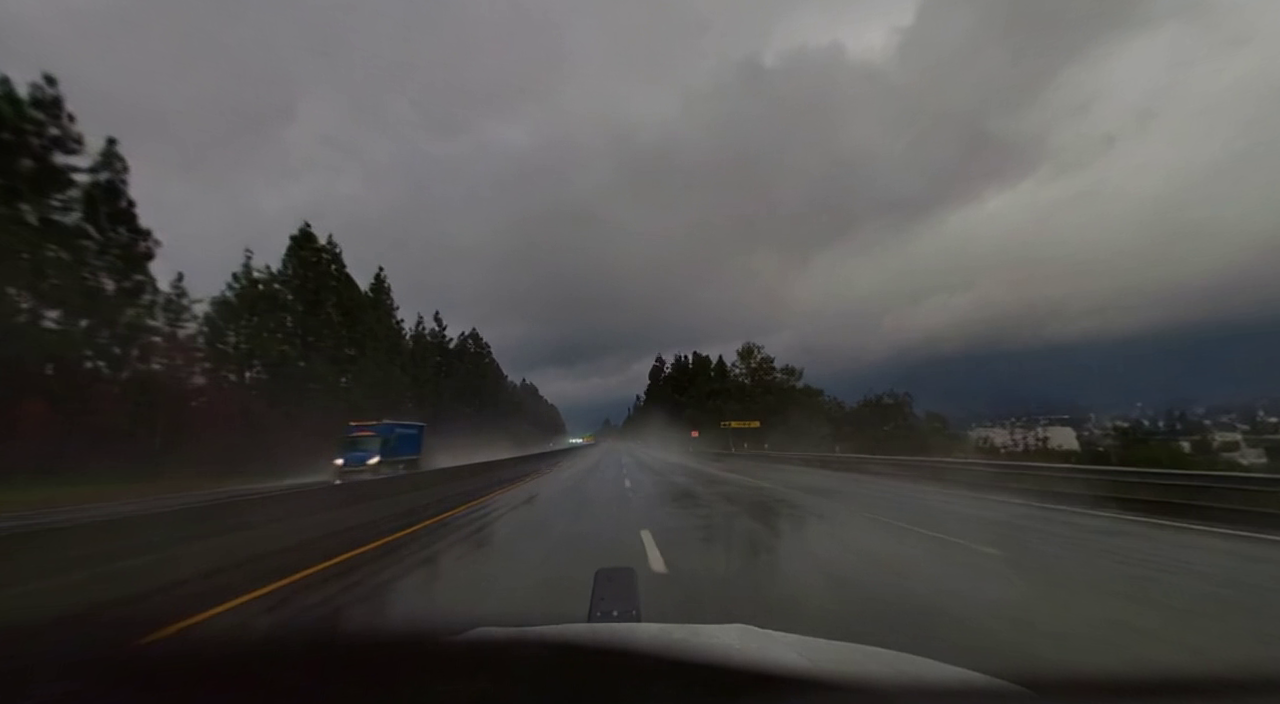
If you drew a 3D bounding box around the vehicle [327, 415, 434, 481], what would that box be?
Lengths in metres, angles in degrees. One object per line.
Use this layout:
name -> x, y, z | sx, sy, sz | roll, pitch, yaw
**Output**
vehicle -> -16.024, 6.039, 39.921 | 2.767, 3.576, 10.408 | 0, -8, -3
